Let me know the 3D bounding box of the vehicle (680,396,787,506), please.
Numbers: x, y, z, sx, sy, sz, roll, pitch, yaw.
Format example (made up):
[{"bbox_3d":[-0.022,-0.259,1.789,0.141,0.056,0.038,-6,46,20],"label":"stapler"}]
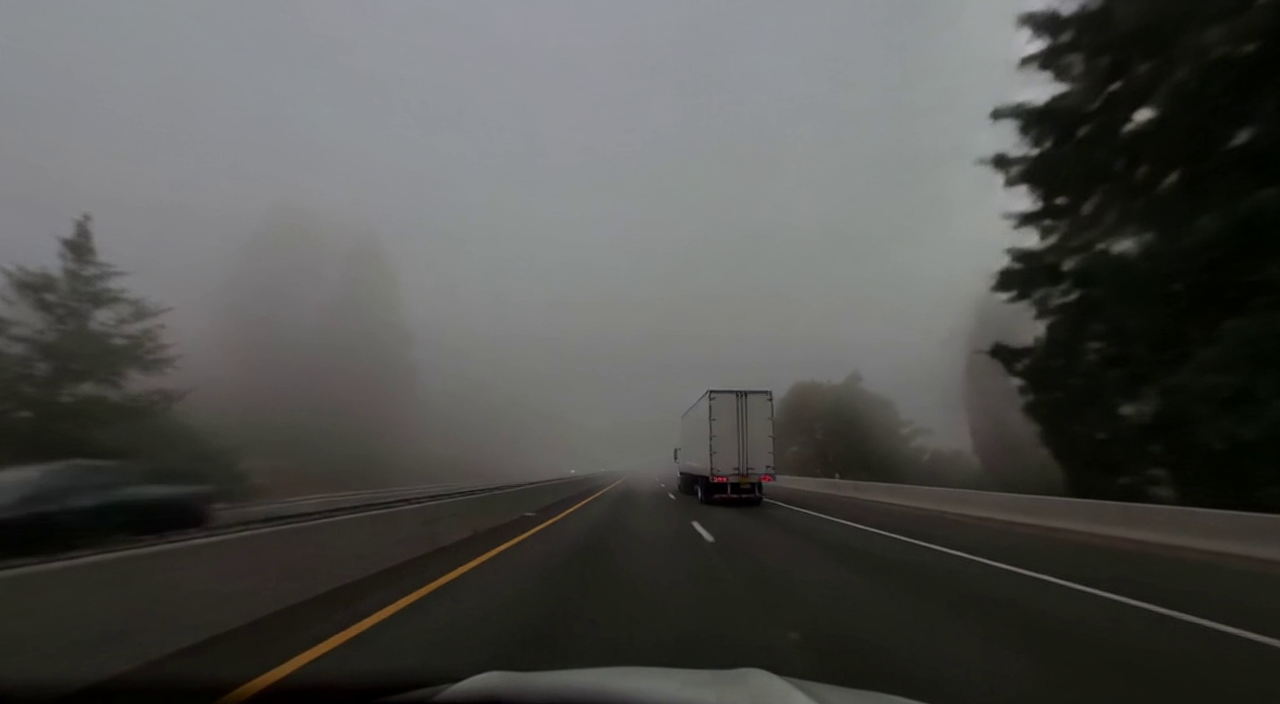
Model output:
[{"bbox_3d":[3.957,4.958,30.650,3.204,4.102,13.306,1,-10,0],"label":"vehicle"}]
